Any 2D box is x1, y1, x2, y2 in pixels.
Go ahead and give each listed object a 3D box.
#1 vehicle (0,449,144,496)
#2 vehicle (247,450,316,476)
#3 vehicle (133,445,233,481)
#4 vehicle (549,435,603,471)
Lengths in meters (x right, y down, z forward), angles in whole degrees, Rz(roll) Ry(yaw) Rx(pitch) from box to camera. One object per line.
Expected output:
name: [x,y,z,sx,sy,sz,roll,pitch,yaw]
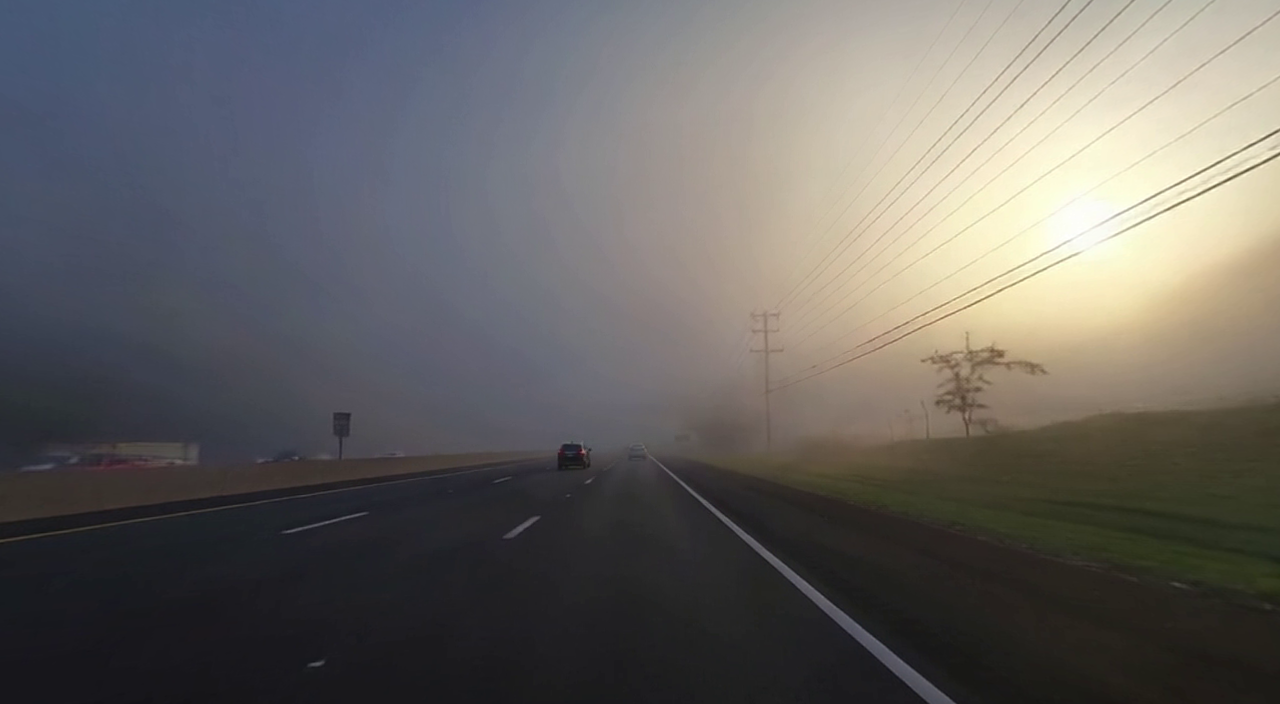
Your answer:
vehicle: [-24.469,5.043,26.939,2.001,1.787,5.480,0,-9,0]
vehicle: [-24.827,7.682,43.784,2.015,1.672,4.634,0,-9,1]
vehicle: [-35.775,8.670,49.635,2.863,2.643,6.699,0,-9,-1]
vehicle: [-3.709,6.021,37.650,2.577,1.939,5.408,0,-9,1]
